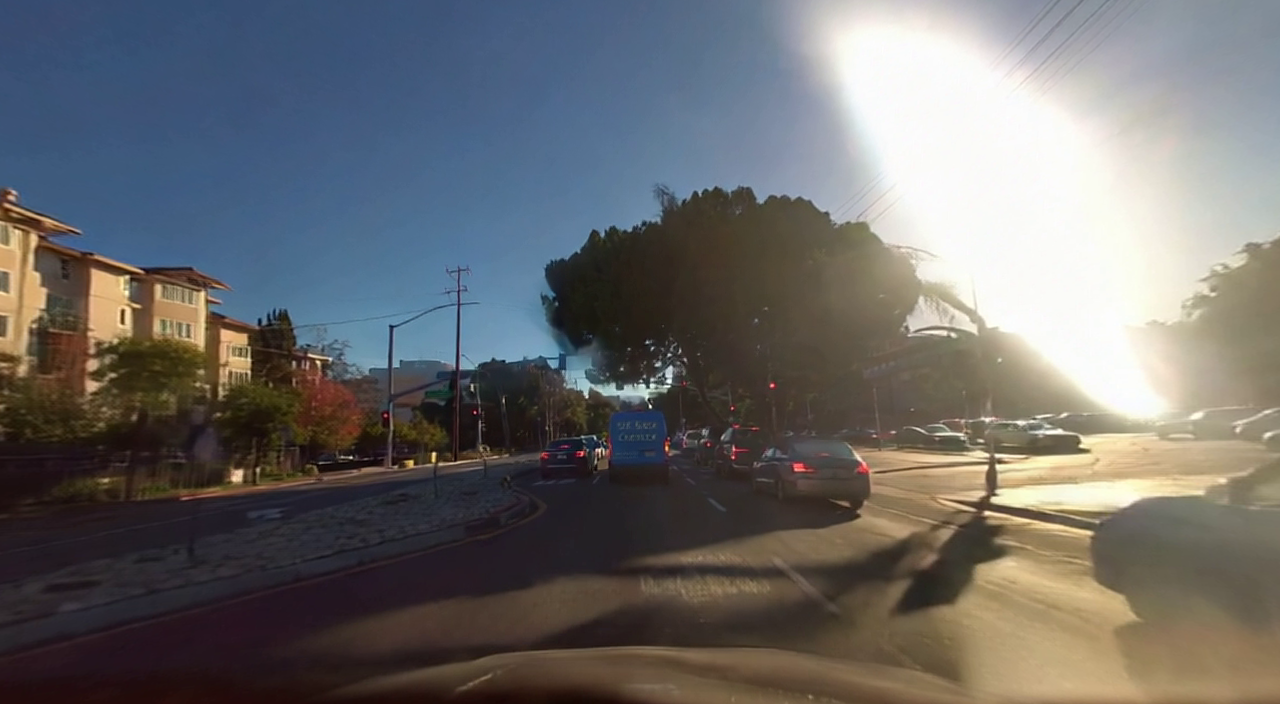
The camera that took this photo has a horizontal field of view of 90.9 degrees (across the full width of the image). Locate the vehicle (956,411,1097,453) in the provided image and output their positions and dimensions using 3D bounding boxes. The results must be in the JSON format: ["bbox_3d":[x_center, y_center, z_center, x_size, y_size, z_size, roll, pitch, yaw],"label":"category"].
[{"bbox_3d":[16.998,3.564,27.918,4.842,1.792,1.963,-1,-8,2],"label":"vehicle"}]

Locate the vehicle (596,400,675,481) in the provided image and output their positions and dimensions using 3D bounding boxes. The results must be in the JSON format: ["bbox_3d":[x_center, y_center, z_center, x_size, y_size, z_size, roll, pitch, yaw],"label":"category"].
[{"bbox_3d":[-0.038,3.082,21.965,2.422,2.488,4.992,-1,-8,3],"label":"vehicle"}]

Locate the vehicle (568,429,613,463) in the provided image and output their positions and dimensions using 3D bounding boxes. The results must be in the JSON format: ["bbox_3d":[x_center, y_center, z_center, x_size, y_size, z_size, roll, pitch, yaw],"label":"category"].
[{"bbox_3d":[-2.732,5.326,35.667,2.203,1.786,4.249,0,-8,0],"label":"vehicle"}]

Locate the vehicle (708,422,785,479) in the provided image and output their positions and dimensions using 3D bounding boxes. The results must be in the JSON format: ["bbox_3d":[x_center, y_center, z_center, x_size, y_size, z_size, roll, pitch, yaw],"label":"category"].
[{"bbox_3d":[3.561,3.383,21.896,1.965,1.771,4.295,0,-8,0],"label":"vehicle"}]

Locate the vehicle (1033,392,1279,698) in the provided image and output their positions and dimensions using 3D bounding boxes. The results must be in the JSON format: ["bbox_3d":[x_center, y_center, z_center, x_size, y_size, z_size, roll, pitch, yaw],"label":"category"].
[{"bbox_3d":[4.150,0.877,2.589,1.967,1.506,4.968,0,-8,1],"label":"vehicle"}]

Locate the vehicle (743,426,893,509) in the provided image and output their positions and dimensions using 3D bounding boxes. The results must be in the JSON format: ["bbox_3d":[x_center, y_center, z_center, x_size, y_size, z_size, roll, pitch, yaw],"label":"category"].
[{"bbox_3d":[3.569,2.405,13.639,1.951,1.483,4.582,0,-8,1],"label":"vehicle"}]
